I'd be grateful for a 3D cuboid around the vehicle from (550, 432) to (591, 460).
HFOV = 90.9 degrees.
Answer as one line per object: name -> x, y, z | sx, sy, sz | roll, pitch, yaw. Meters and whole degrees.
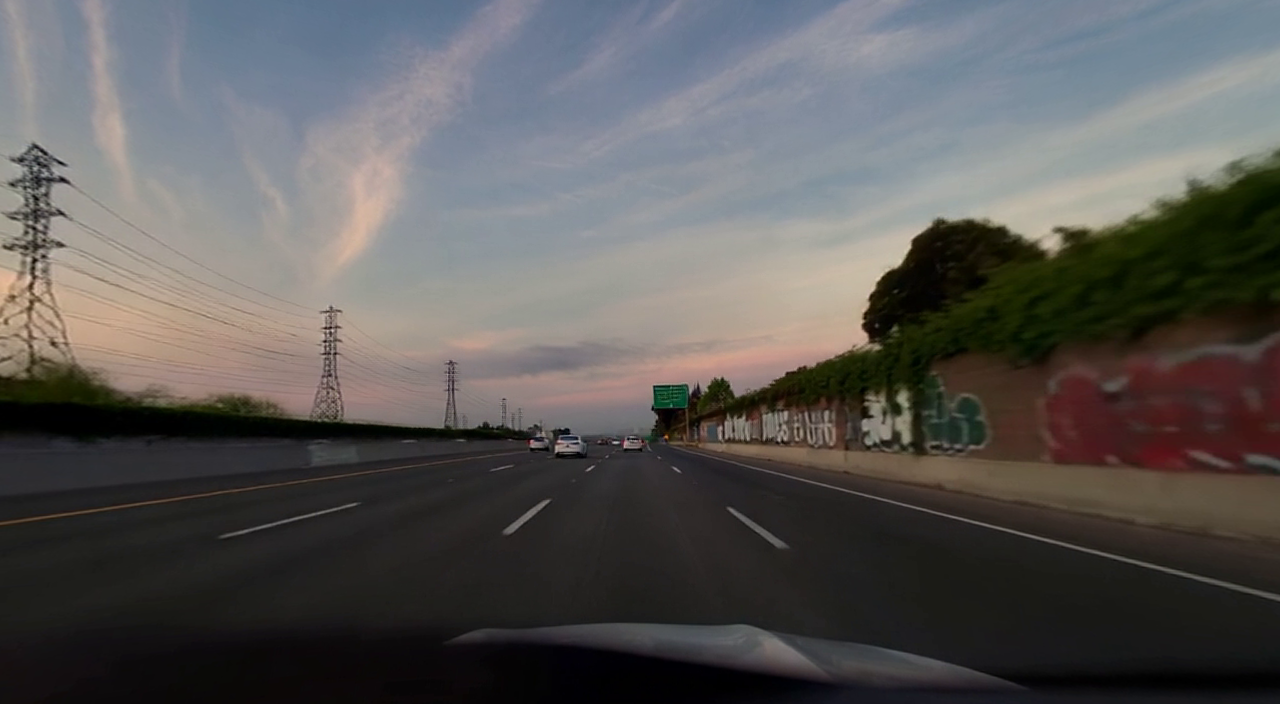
vehicle -> -4.325, 5.872, 39.700 | 2.118, 1.640, 4.031 | 0, -8, -1
